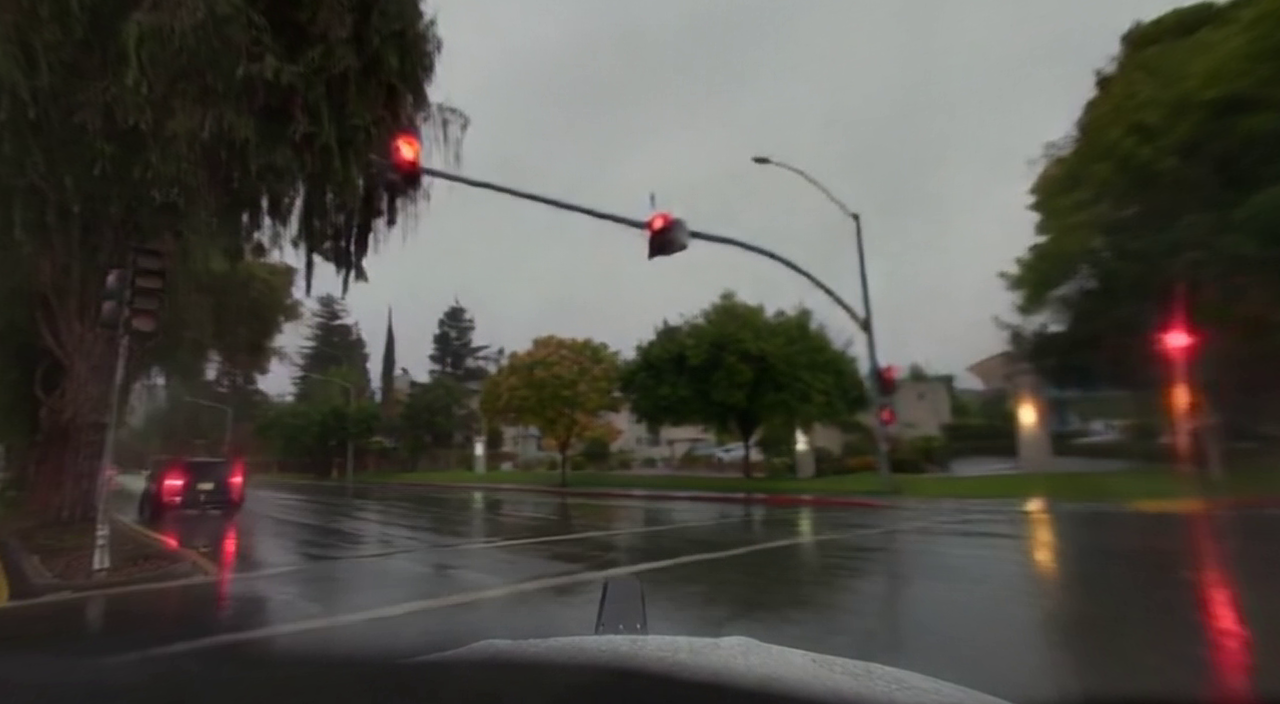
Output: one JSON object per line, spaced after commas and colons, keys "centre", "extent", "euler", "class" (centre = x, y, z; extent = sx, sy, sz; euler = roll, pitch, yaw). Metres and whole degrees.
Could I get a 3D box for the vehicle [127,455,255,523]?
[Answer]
{"centre": [-12.733, 3.749, 17.829], "extent": [4.247, 1.591, 2.093], "euler": [-8, -12, 44], "class": "vehicle"}
